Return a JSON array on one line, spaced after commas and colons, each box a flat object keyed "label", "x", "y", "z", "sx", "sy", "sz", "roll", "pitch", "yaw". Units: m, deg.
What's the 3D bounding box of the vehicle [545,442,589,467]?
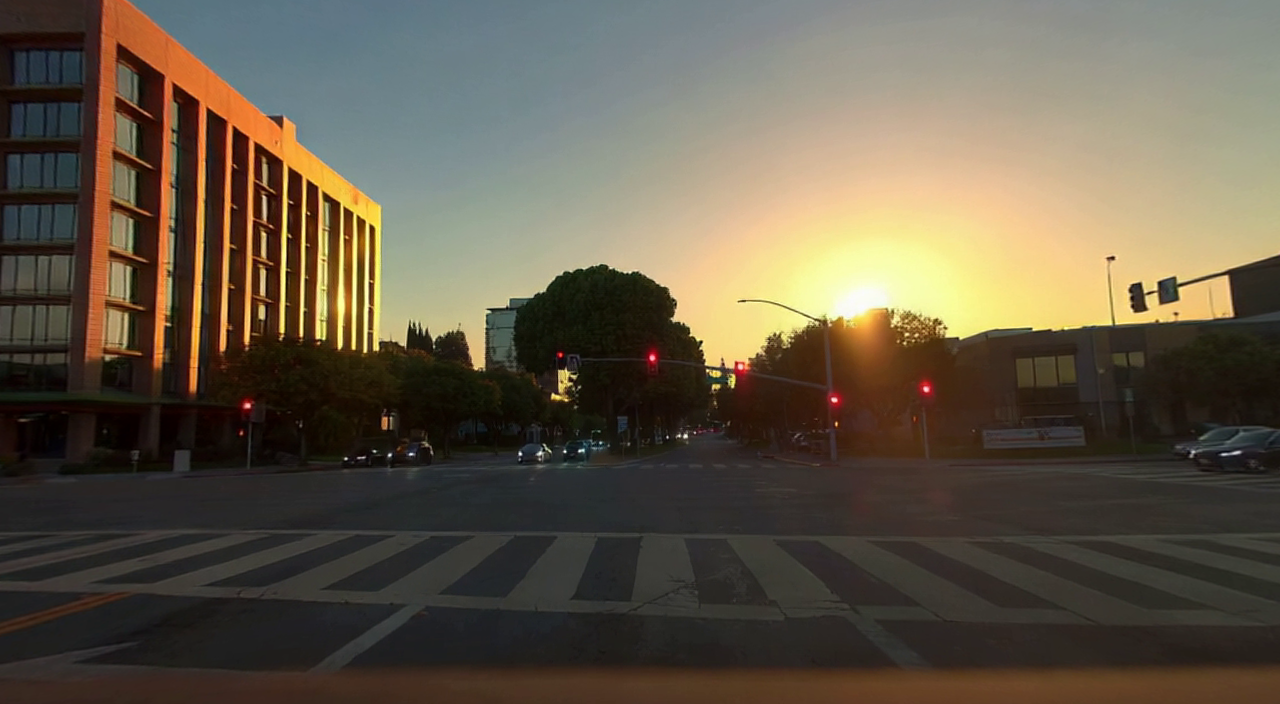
[{"label": "vehicle", "x": -4.567, "y": 6.510, "z": 40.236, "sx": 2.109, "sy": 1.461, "sz": 4.637, "roll": -1, "pitch": -9, "yaw": 2}]

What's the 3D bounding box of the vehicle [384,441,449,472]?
[{"label": "vehicle", "x": -15.140, "y": 7.124, "z": 43.247, "sx": 2.340, "sy": 1.946, "sz": 5.450, "roll": -1, "pitch": -9, "yaw": 2}]

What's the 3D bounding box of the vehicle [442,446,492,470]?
[{"label": "vehicle", "x": -11.647, "y": 7.149, "z": 42.811, "sx": 2.003, "sy": 1.476, "sz": 4.297, "roll": -1, "pitch": -9, "yaw": 2}]

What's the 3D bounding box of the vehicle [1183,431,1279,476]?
[{"label": "vehicle", "x": 22.324, "y": 3.566, "z": 22.357, "sx": 4.474, "sy": 1.477, "sz": 1.908, "roll": 0, "pitch": -9, "yaw": -2}]

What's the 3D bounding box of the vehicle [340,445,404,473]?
[{"label": "vehicle", "x": -18.556, "y": 7.412, "z": 44.085, "sx": 2.237, "sy": 1.842, "sz": 5.116, "roll": 0, "pitch": -9, "yaw": 0}]

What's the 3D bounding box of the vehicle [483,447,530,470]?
[{"label": "vehicle", "x": -8.059, "y": 6.451, "z": 38.391, "sx": 1.910, "sy": 1.288, "sz": 4.093, "roll": -1, "pitch": -9, "yaw": 1}]
